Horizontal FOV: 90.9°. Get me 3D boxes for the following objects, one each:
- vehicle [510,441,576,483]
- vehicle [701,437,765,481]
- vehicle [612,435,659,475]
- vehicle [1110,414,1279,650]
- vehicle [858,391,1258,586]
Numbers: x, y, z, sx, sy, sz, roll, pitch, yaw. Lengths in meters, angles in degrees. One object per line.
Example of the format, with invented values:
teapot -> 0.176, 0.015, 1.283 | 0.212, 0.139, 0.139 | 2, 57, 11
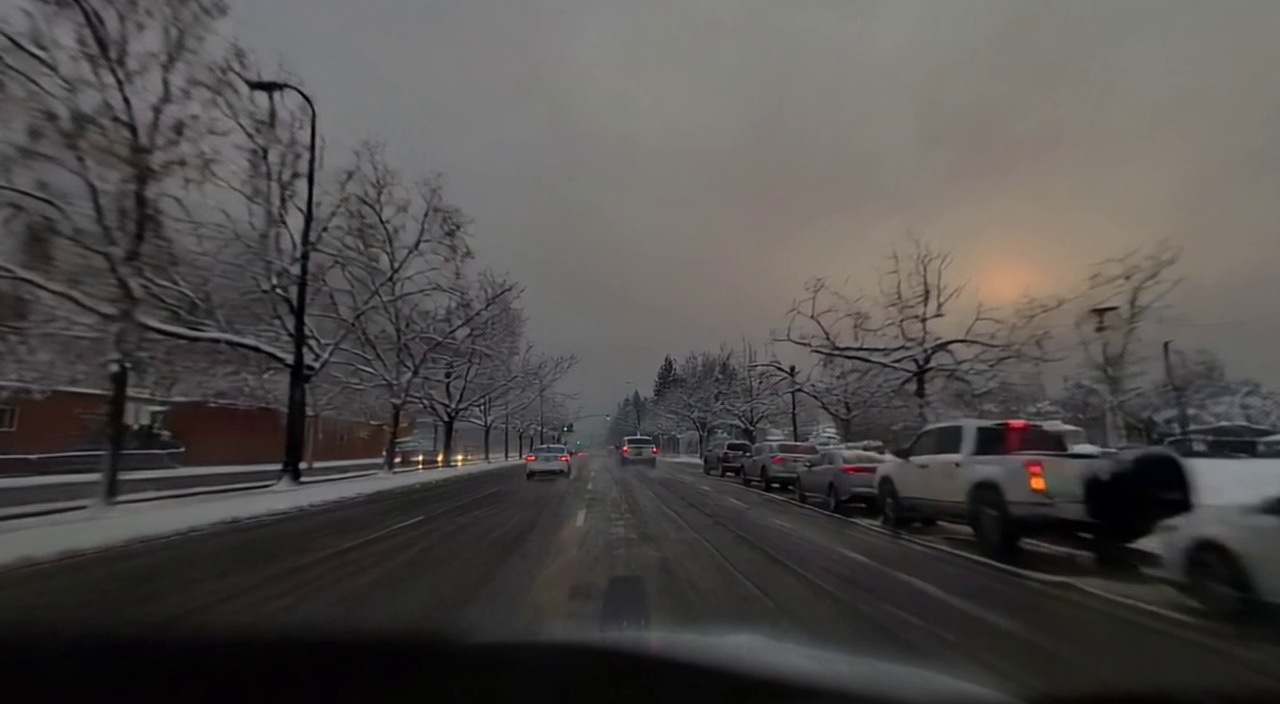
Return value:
vehicle -> -3.685, 4.246, 24.671 | 2.140, 1.474, 4.026 | 0, -8, -3
vehicle -> 4.157, 4.889, 29.067 | 1.980, 1.805, 4.724 | 1, -9, -3
vehicle -> -0.312, 5.005, 30.861 | 2.073, 1.822, 4.276 | 0, -8, -3
vehicle -> 5.340, 1.162, 3.507 | 1.822, 1.595, 4.583 | 4, -9, -2
vehicle -> 5.100, 1.731, 8.845 | 2.177, 1.966, 4.707 | 0, -8, -3
